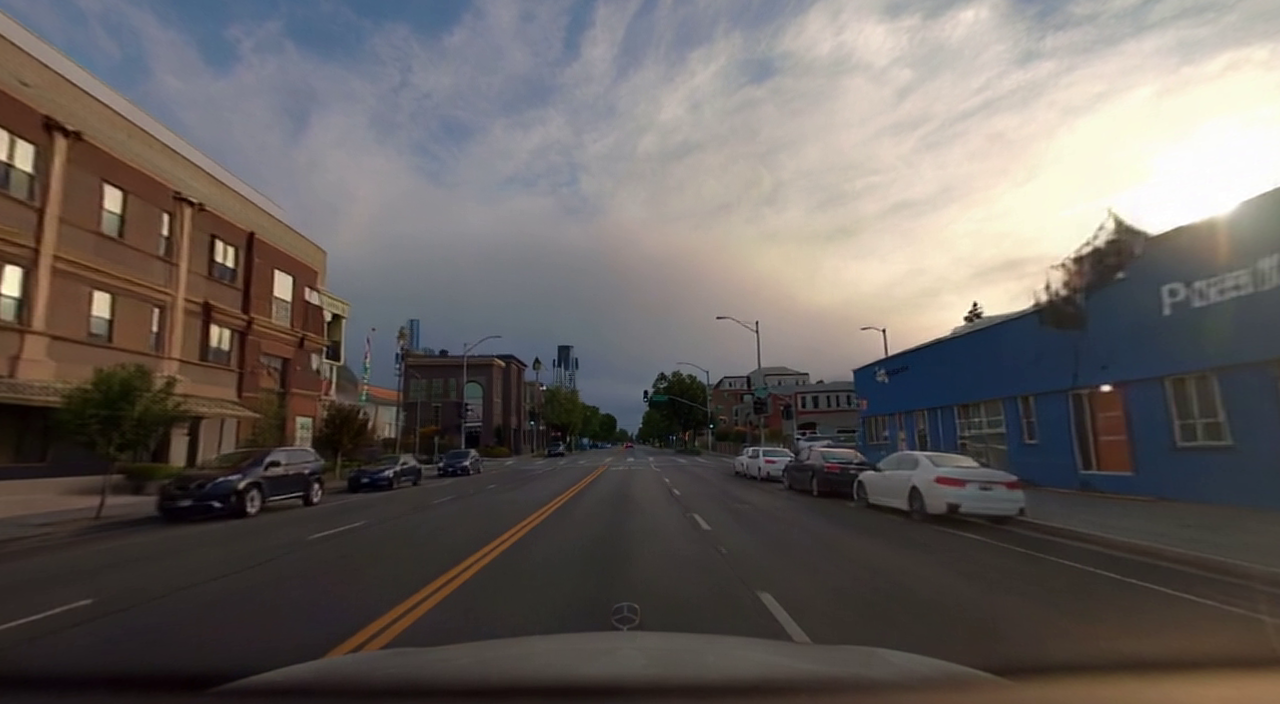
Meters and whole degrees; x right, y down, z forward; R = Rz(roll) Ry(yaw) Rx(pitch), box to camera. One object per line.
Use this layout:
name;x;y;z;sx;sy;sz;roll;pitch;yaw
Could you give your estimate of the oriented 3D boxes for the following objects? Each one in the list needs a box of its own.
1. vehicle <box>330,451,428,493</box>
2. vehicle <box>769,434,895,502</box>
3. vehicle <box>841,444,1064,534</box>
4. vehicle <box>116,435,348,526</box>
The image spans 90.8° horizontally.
vehicle;-10.193;4.688;25.092;1.953;1.387;4.529;0;-8;0
vehicle;5.732;3.502;19.703;2.227;1.811;5.172;0;-8;-1
vehicle;6.137;2.700;13.309;2.038;1.482;4.994;0;-8;-2
vehicle;-9.856;3.086;16.047;2.228;1.863;5.407;-1;-8;1
